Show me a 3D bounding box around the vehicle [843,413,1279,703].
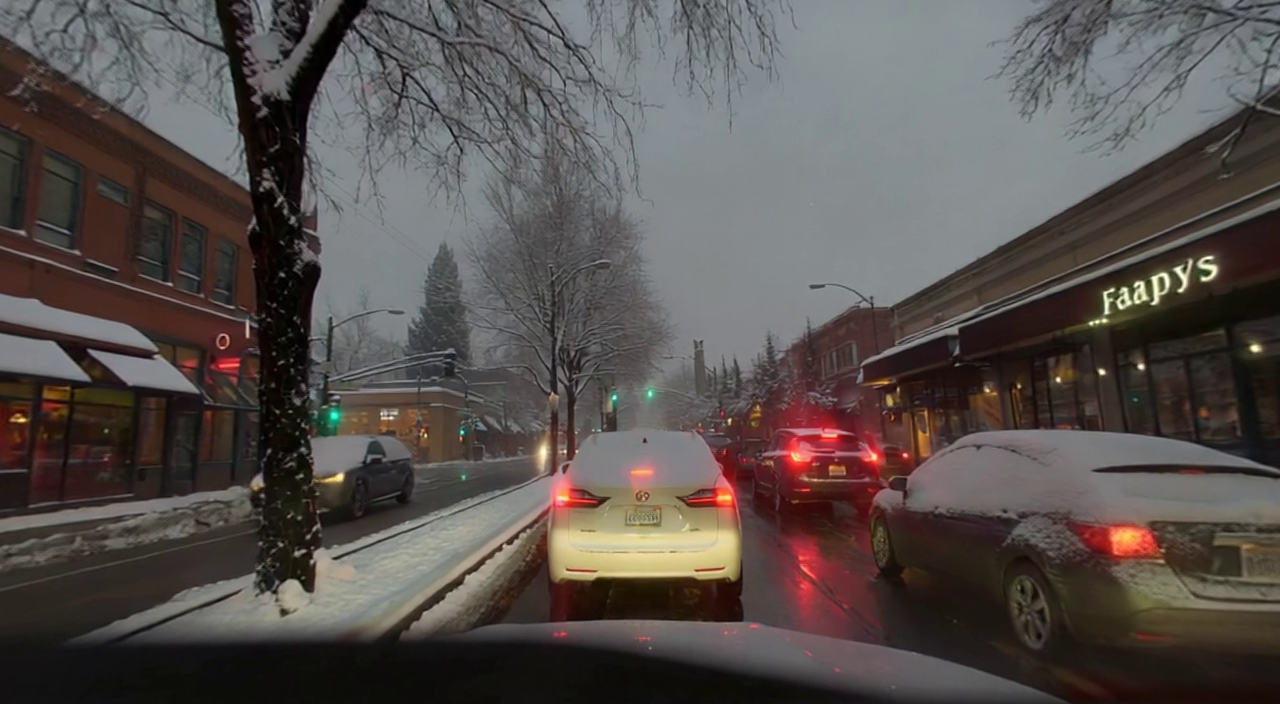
[{"bbox_3d":[3.393,1.368,5.323,1.988,1.480,4.195,0,-9,1],"label":"vehicle"}]

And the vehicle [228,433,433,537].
[{"bbox_3d":[-5.468,2.381,12.002,1.898,1.542,4.689,0,-9,-5],"label":"vehicle"}]

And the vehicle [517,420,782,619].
[{"bbox_3d":[0.059,1.545,6.637,2.006,1.487,3.535,0,-9,0],"label":"vehicle"}]
